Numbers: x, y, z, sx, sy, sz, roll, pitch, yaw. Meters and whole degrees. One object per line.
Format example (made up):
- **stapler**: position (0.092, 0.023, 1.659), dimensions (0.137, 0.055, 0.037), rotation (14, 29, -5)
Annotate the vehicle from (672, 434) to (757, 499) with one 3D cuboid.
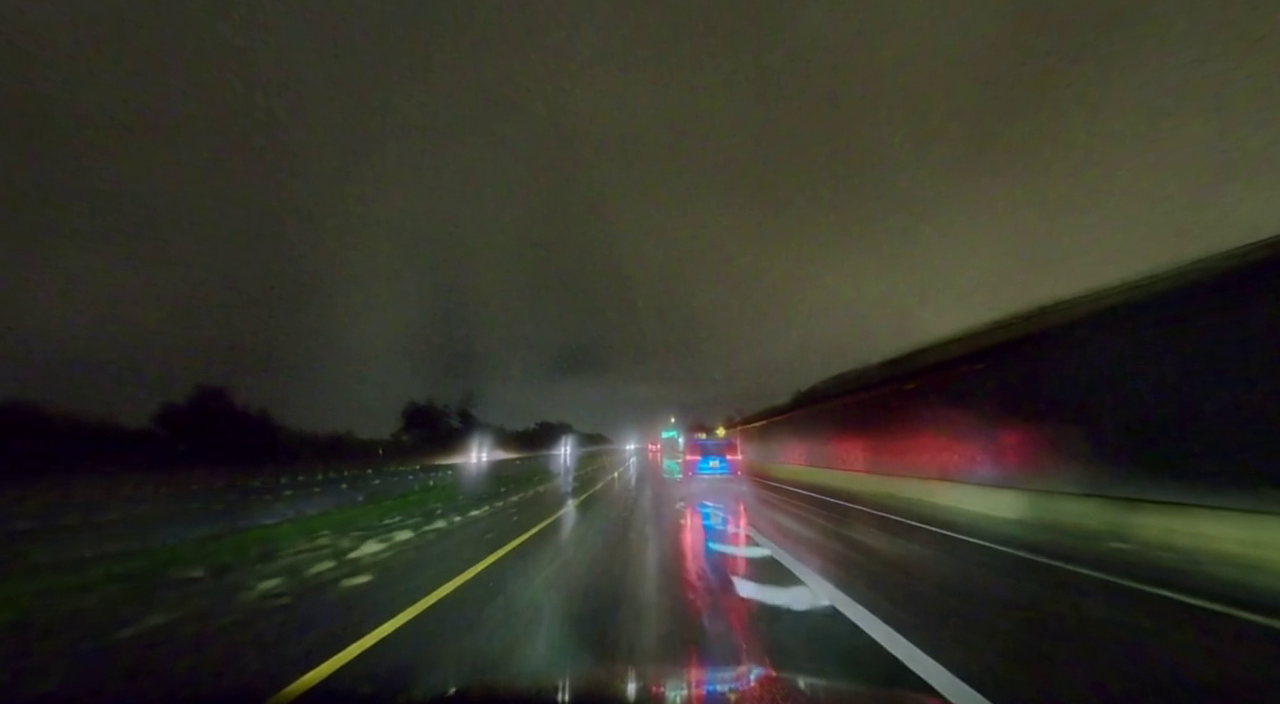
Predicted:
- **vehicle**: position (2.089, 3.395, 19.060), dimensions (2.143, 1.693, 4.513), rotation (-1, -8, 2)
